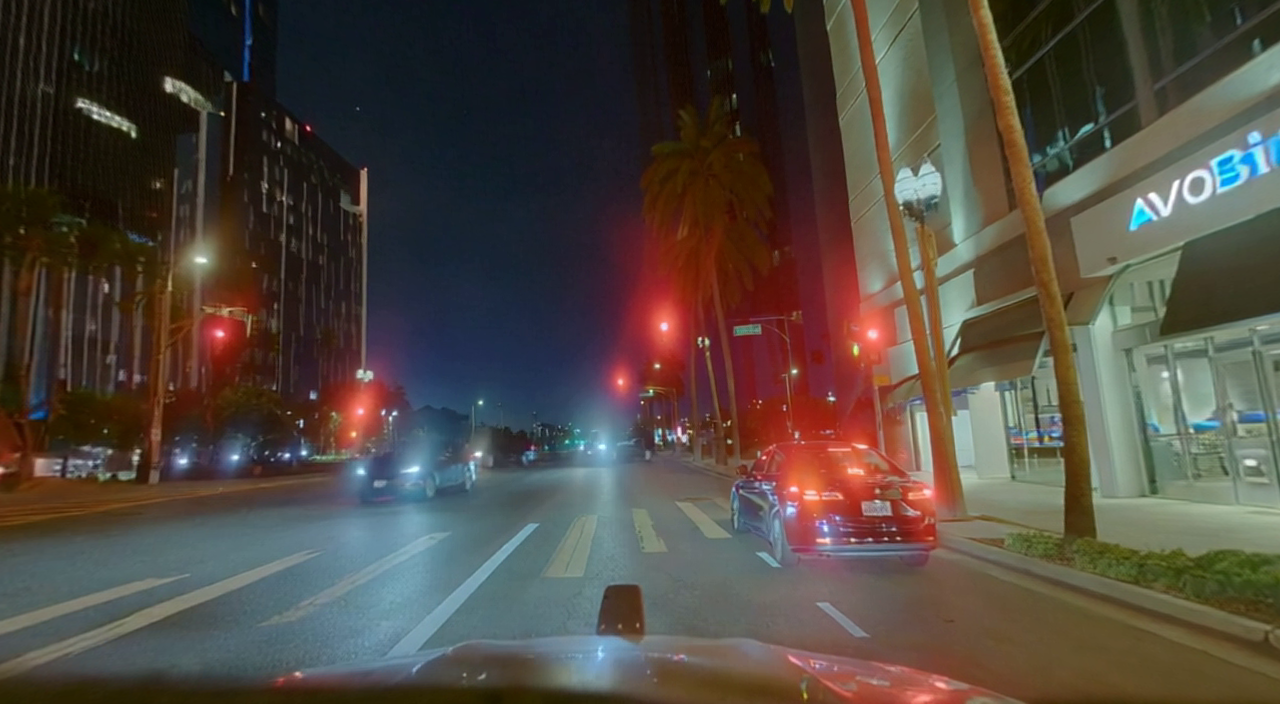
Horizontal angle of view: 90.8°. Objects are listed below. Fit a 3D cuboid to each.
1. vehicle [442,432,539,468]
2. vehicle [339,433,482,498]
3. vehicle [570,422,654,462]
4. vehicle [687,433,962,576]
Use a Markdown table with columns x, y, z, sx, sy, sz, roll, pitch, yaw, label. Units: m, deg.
| x | y | z | sx | sy | sz | roll | pitch | yaw | label |
| --- | --- | --- | --- | --- | --- | --- | --- | --- | --- |
| -8.122 | 5.376 | 34.852 | 2.029 | 1.822 | 5.090 | -6 | -10 | 35 | vehicle |
| -5.879 | 2.957 | 16.866 | 2.052 | 1.478 | 4.395 | 0 | -8 | 2 | vehicle |
| -1.408 | 4.943 | 34.684 | 2.190 | 1.964 | 5.614 | -4 | -9 | 26 | vehicle |
| 2.144 | 1.948 | 9.056 | 2.090 | 1.466 | 4.676 | 1 | -8 | -6 | vehicle |
